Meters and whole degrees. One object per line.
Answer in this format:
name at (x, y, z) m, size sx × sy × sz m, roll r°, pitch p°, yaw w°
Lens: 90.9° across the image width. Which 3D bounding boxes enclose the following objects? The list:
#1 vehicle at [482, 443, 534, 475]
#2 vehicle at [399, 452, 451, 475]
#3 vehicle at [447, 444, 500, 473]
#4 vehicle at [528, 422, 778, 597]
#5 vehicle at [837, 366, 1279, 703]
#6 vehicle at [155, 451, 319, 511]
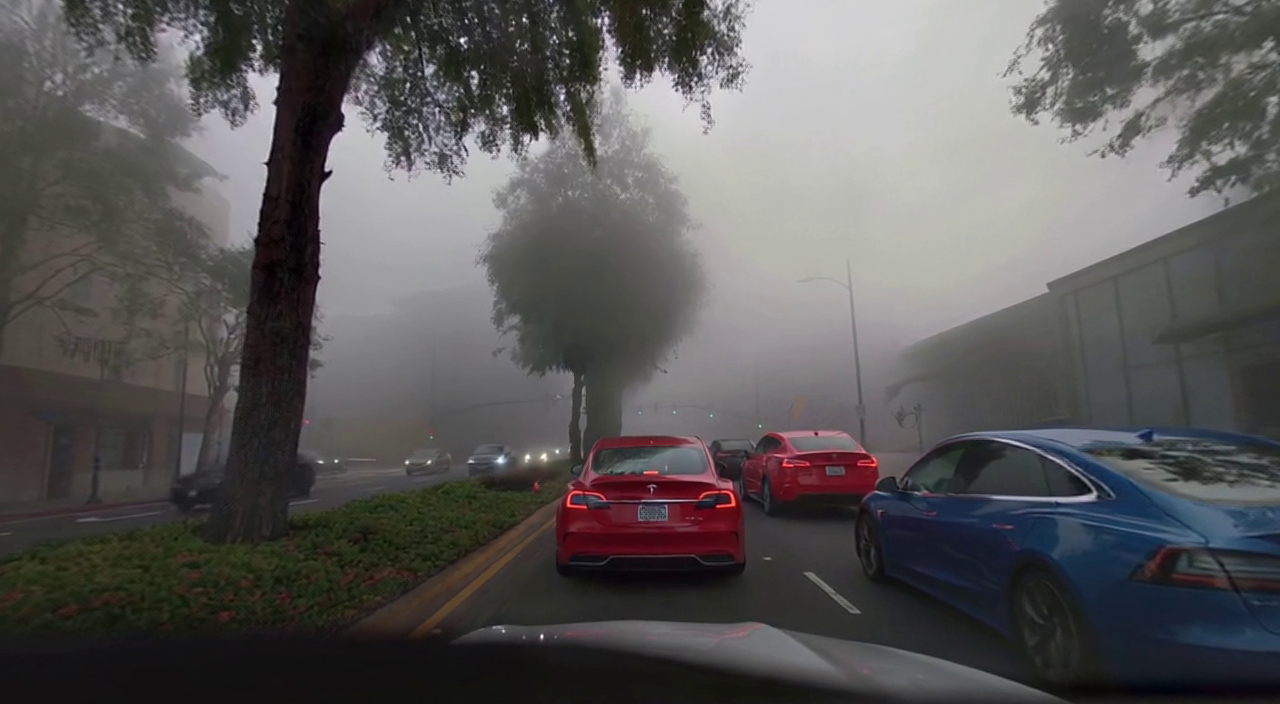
vehicle at (-7.360, 6.001, 35.556) m, size 1.968 × 1.682 × 4.213 m, roll 0°, pitch -8°, yaw 1°
vehicle at (-14.670, 7.605, 43.271) m, size 1.999 × 1.462 × 4.200 m, roll 0°, pitch -8°, yaw 1°
vehicle at (-10.987, 7.027, 41.856) m, size 2.122 × 1.786 × 4.757 m, roll 0°, pitch -8°, yaw 1°
vehicle at (0.116, 1.645, 7.439) m, size 2.137 × 1.488 × 3.938 m, roll 0°, pitch -8°, yaw 0°
vehicle at (3.203, 1.195, 4.640) m, size 2.038 × 1.651 × 4.455 m, roll 0°, pitch -8°, yaw 0°
vehicle at (-11.582, 3.694, 18.553) m, size 1.917 × 1.506 × 4.280 m, roll 0°, pitch -8°, yaw 1°
